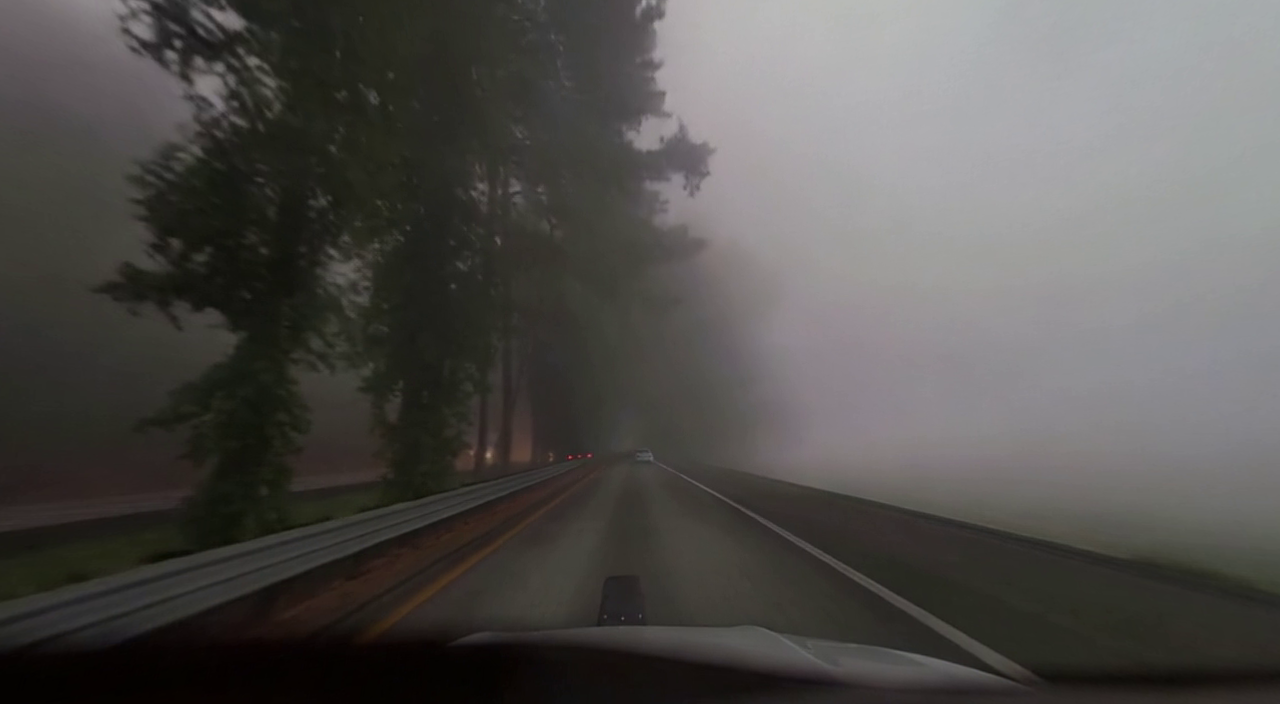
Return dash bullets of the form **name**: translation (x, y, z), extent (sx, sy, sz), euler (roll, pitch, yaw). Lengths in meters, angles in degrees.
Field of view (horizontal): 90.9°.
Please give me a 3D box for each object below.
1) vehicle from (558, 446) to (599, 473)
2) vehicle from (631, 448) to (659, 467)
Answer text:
- **vehicle**: translation (-3.569, 6.331, 37.263), extent (2.112, 1.498, 4.117), euler (0, -9, -1)
- **vehicle**: translation (0.330, 7.958, 47.653), extent (1.989, 1.402, 3.831), euler (0, -9, -1)
